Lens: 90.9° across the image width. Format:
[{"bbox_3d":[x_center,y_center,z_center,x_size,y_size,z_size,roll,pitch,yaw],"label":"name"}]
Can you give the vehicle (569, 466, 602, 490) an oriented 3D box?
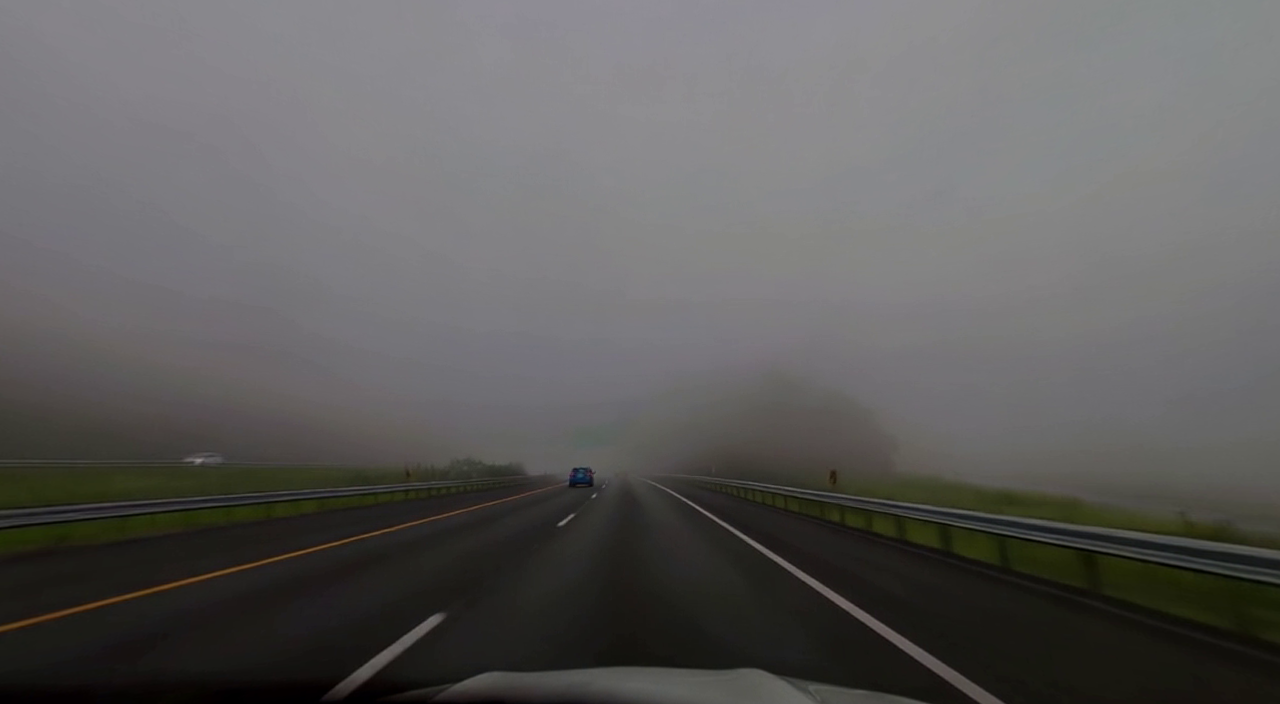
[{"bbox_3d":[-3.687,8.674,43.643,1.967,1.556,4.364,1,-10,-1],"label":"vehicle"}]
